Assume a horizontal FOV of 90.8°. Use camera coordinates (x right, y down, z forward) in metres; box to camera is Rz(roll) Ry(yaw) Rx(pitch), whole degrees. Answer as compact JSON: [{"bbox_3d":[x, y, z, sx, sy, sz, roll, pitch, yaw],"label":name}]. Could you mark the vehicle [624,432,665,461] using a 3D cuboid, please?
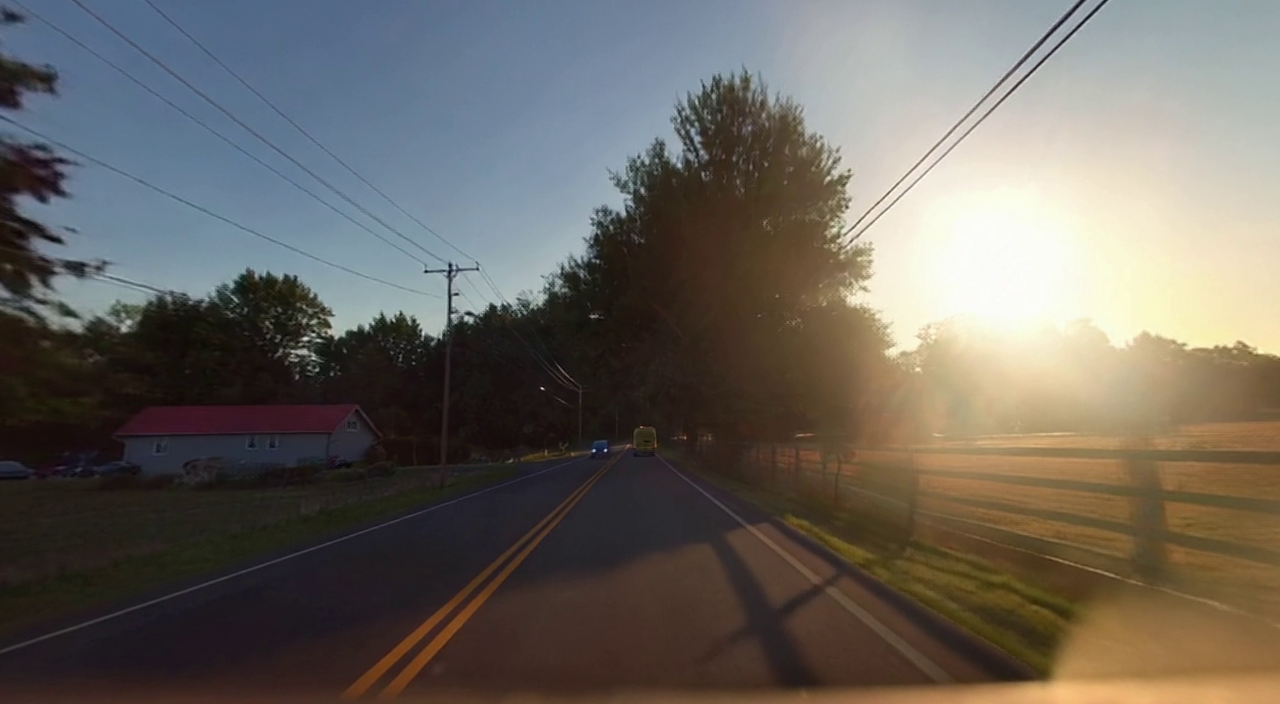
[{"bbox_3d":[0.186,6.592,44.121,2.649,1.870,5.885,0,-8,-2],"label":"vehicle"}]
